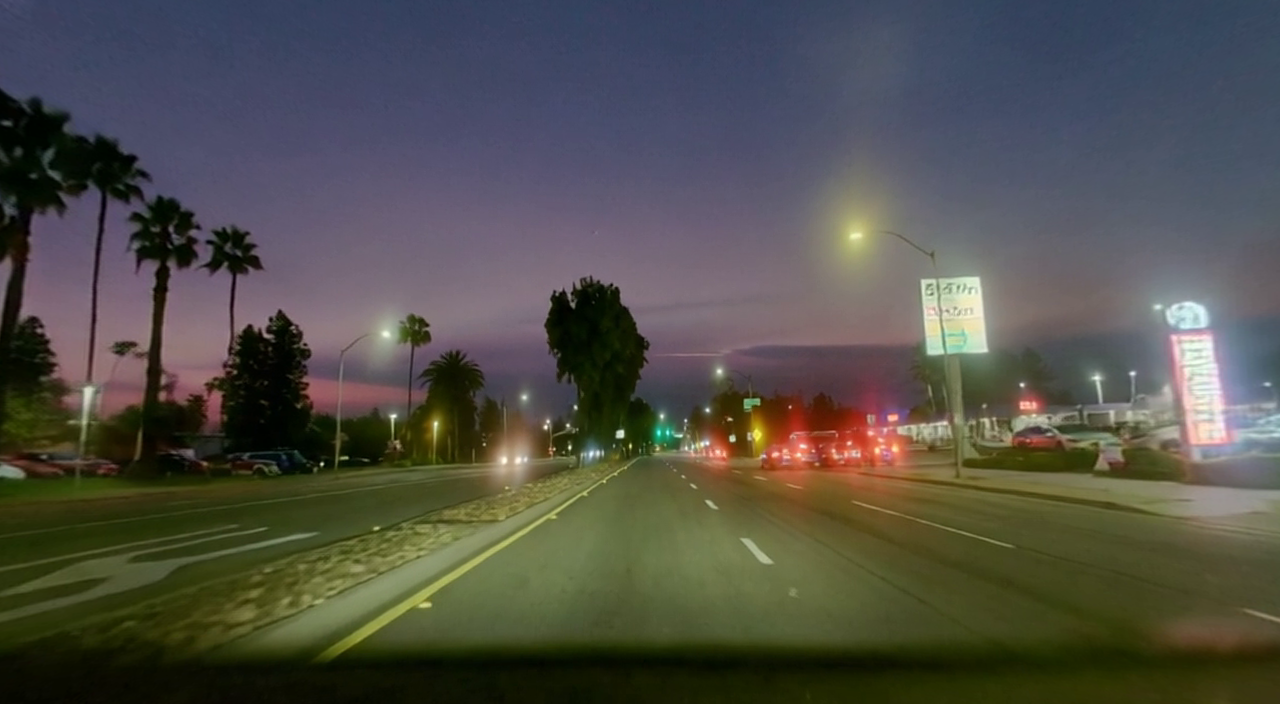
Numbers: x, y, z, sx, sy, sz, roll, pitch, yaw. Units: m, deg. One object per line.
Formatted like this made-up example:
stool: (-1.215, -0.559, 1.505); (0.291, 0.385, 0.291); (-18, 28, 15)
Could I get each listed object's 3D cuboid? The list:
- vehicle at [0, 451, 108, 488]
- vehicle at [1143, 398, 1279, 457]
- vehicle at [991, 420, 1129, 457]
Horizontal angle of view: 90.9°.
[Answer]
vehicle: (-27.898, 5.442, 29.620); (2.067, 1.563, 4.043); (-1, -8, 4)
vehicle: (19.170, 2.359, 19.553); (5.123, 1.730, 2.183); (-1, -8, 4)
vehicle: (18.618, 3.877, 28.162); (4.691, 1.545, 1.900); (-1, -8, 4)
